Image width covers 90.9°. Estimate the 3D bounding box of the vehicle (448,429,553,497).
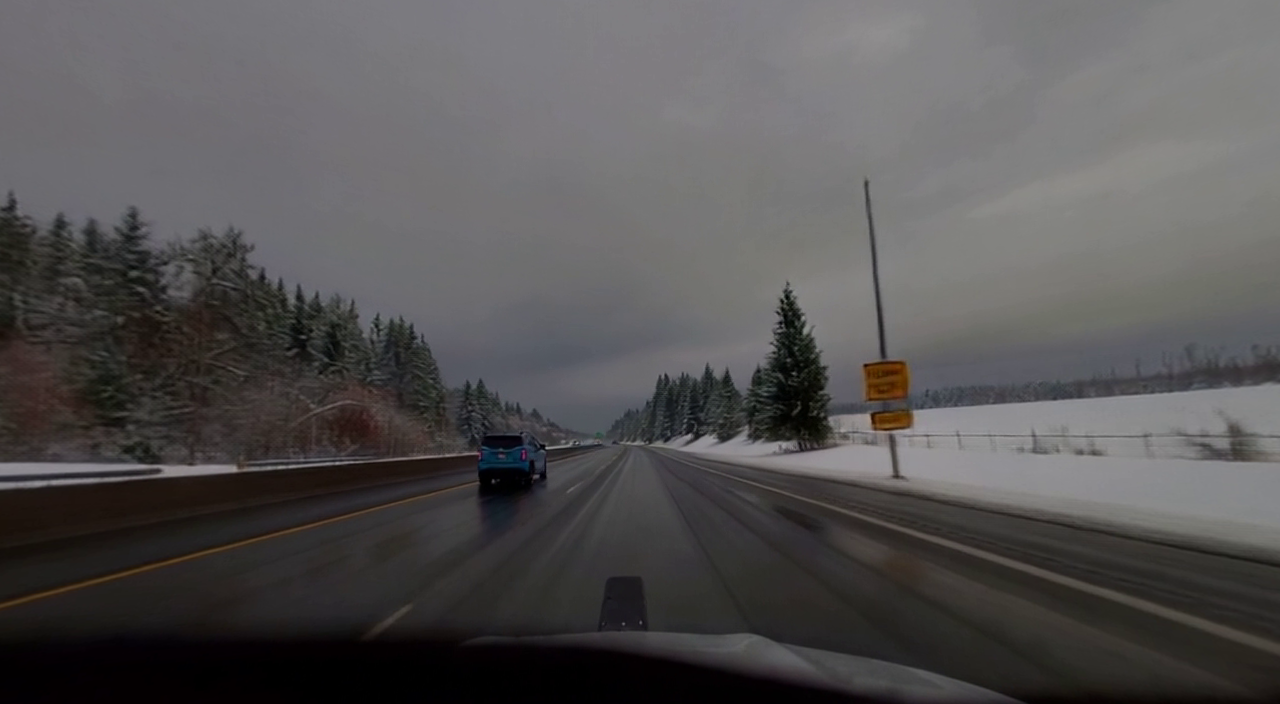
[{"bbox_3d":[-3.954,3.241,18.778,2.084,1.752,4.479,0,-8,0],"label":"vehicle"}]
